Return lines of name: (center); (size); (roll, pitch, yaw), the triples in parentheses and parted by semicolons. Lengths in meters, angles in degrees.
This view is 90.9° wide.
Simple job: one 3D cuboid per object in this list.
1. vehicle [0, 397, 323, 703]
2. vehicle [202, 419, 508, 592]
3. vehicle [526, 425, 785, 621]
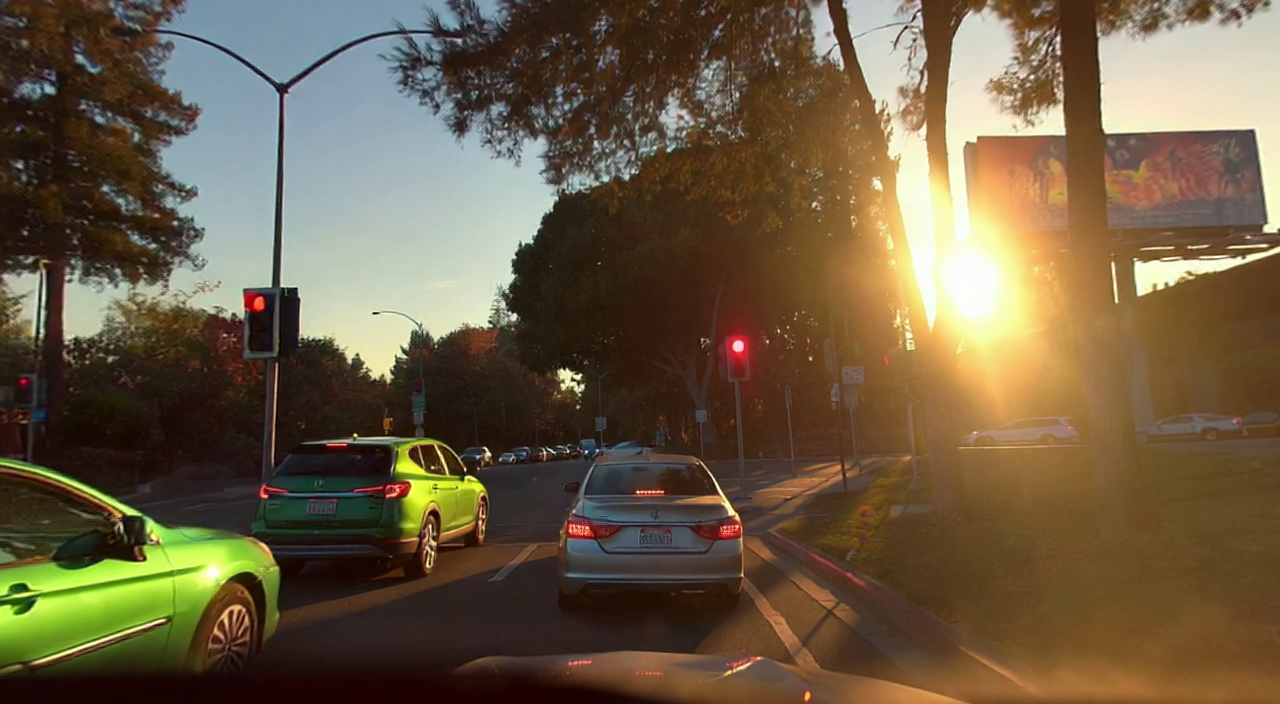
vehicle: (-3.153, 0.964, 2.409); (1.808, 1.520, 3.846); (-1, -9, 1)
vehicle: (-3.170, 1.790, 8.132); (1.950, 1.628, 4.082); (-1, -9, 1)
vehicle: (0.053, 1.575, 6.622); (1.977, 1.467, 3.474); (0, -9, -2)
